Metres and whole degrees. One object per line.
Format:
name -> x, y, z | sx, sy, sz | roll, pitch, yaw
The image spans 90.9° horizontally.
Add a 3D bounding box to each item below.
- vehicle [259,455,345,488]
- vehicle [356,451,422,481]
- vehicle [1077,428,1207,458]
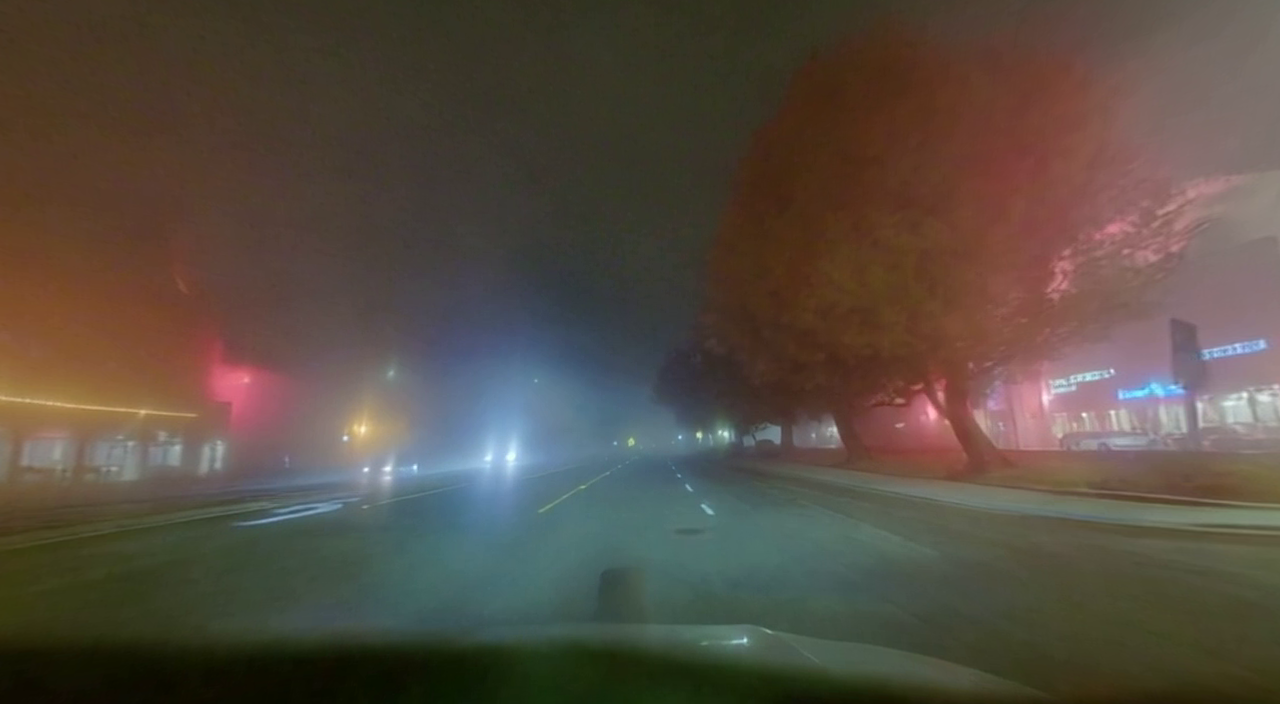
vehicle -> -17.888, 6.326, 33.668 | 1.945, 1.486, 4.652 | -2, -8, 1
vehicle -> -14.287, 6.477, 36.098 | 1.963, 1.487, 4.331 | -3, -8, 1
vehicle -> 25.983, 4.762, 32.887 | 4.942, 1.435, 1.987 | -5, -9, 28
